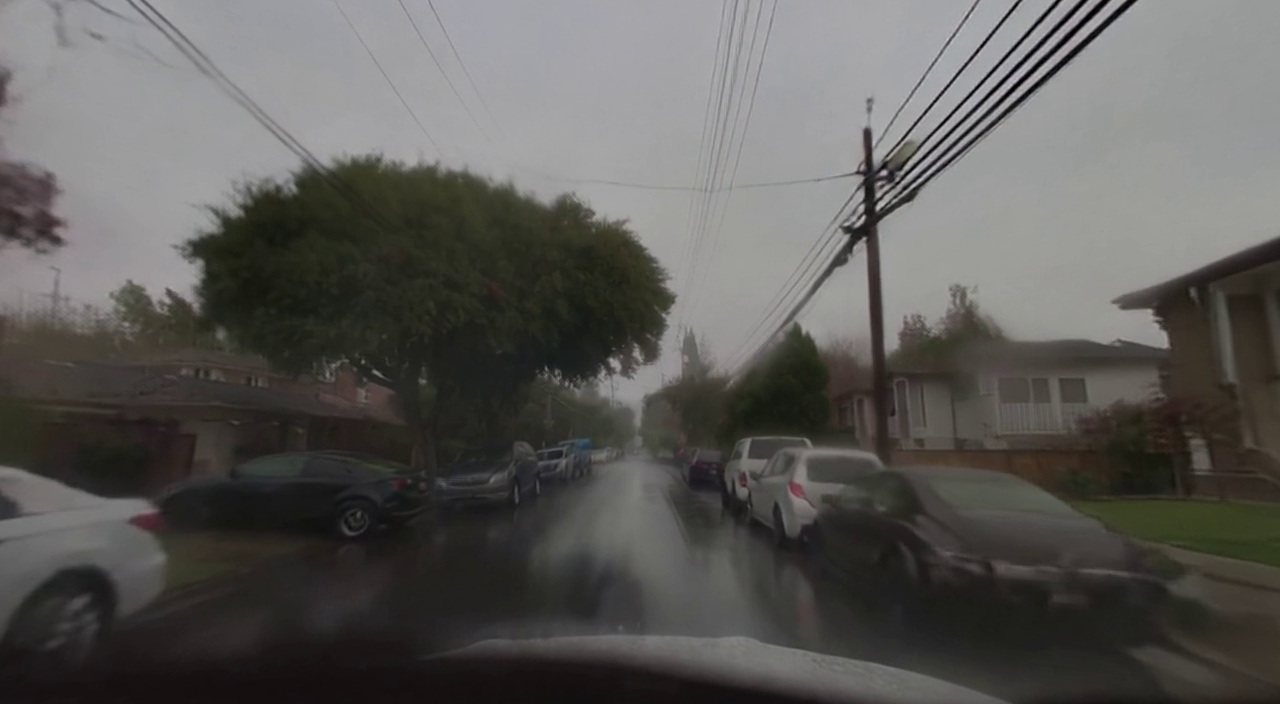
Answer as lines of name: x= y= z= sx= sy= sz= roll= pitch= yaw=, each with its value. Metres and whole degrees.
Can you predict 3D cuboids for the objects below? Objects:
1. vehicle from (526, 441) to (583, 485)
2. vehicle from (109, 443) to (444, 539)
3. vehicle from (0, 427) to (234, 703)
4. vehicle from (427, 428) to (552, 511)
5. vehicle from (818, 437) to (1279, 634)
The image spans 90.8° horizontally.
vehicle: x=-3.776 y=4.959 z=28.674 sx=2.014 sy=1.780 sz=4.757 roll=0 pitch=-8 yaw=-1
vehicle: x=-6.265 y=2.432 z=11.449 sx=4.816 sy=1.519 sz=1.920 roll=0 pitch=-8 yaw=-4
vehicle: x=-4.129 y=1.058 z=2.443 sx=1.988 sy=1.541 sz=4.686 roll=0 pitch=-8 yaw=0
vehicle: x=-3.974 y=3.198 z=17.779 sx=2.280 sy=1.953 sz=5.092 roll=0 pitch=-8 yaw=0
vehicle: x=4.234 y=1.576 z=5.999 sx=4.471 sy=1.493 sz=1.886 roll=0 pitch=-8 yaw=-2
